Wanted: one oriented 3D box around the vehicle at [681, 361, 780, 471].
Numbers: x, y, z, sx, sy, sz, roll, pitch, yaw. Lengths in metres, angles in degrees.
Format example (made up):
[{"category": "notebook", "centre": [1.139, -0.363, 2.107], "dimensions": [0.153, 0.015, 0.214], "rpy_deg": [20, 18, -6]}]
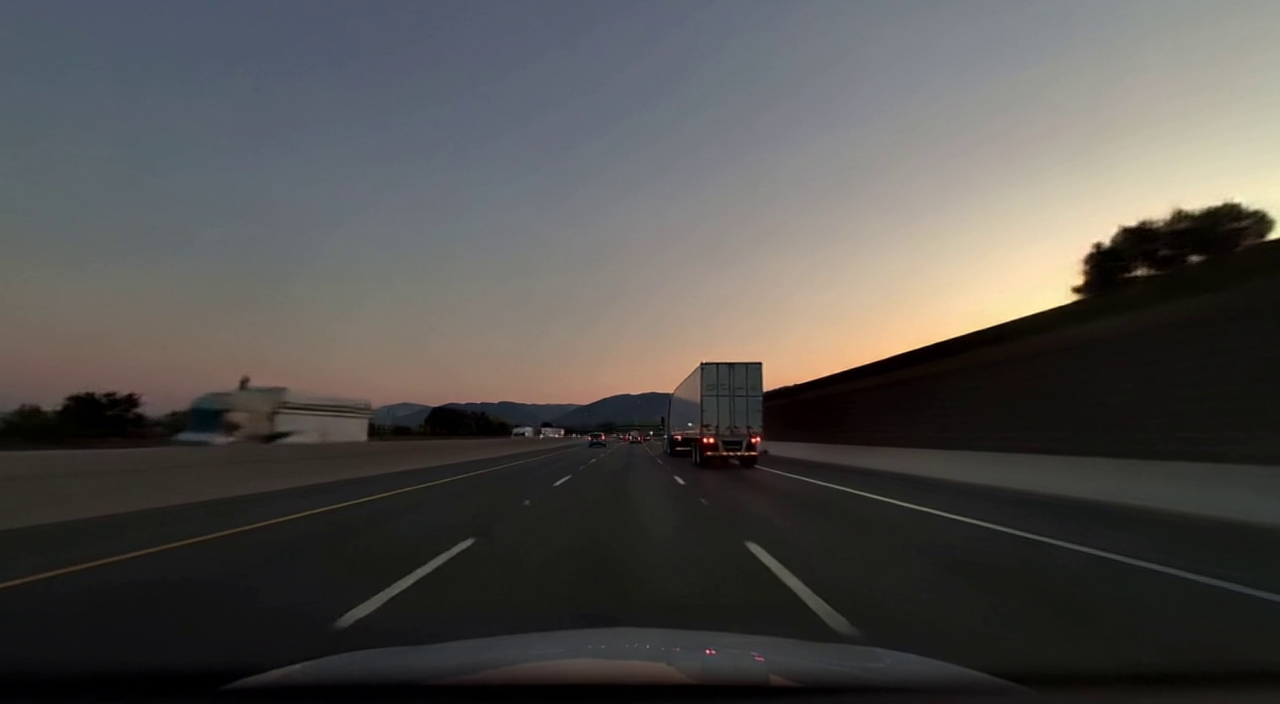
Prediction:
[{"category": "vehicle", "centre": [3.558, 2.867, 27.089], "dimensions": [2.859, 3.981, 8.596], "rpy_deg": [0, -8, -1]}]
